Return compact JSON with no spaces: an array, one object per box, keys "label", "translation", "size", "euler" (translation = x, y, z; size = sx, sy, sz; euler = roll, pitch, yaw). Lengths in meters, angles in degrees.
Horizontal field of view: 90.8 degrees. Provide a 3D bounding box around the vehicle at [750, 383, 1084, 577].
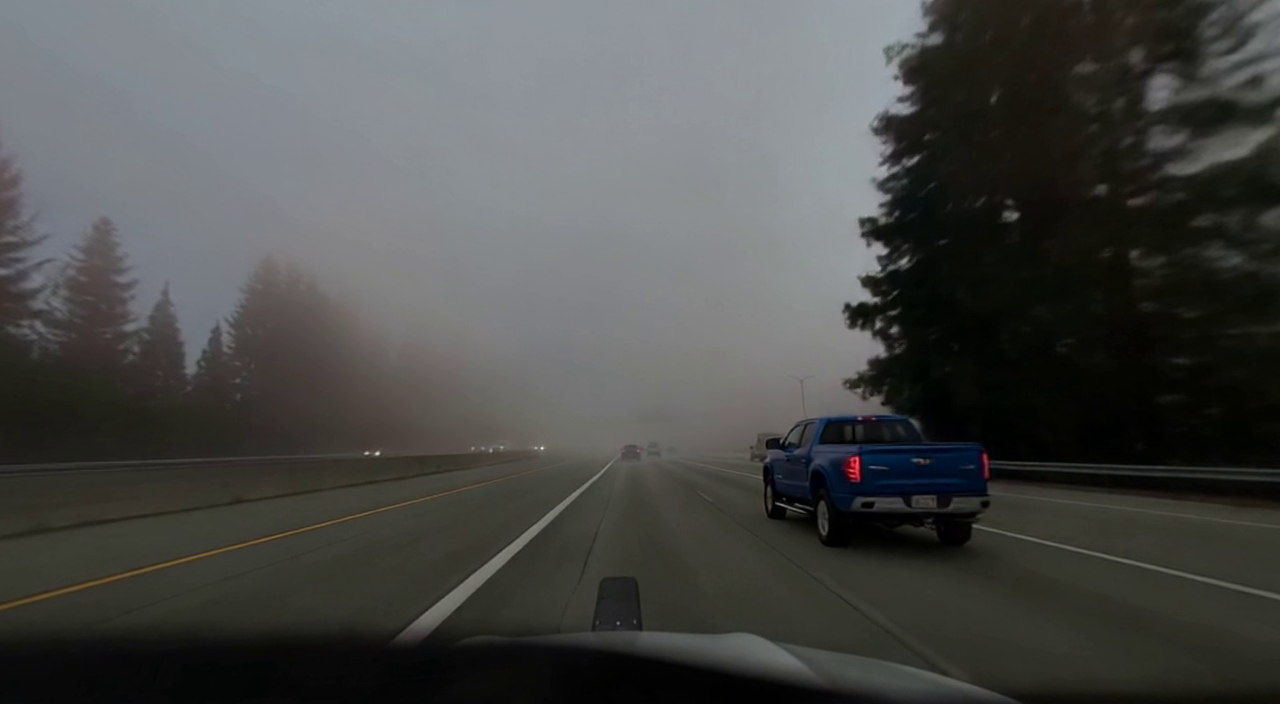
[{"label":"vehicle","translation":[3.288,1.669,8.962],"size":[2.462,1.984,4.718],"euler":[0,-9,-2]}]
